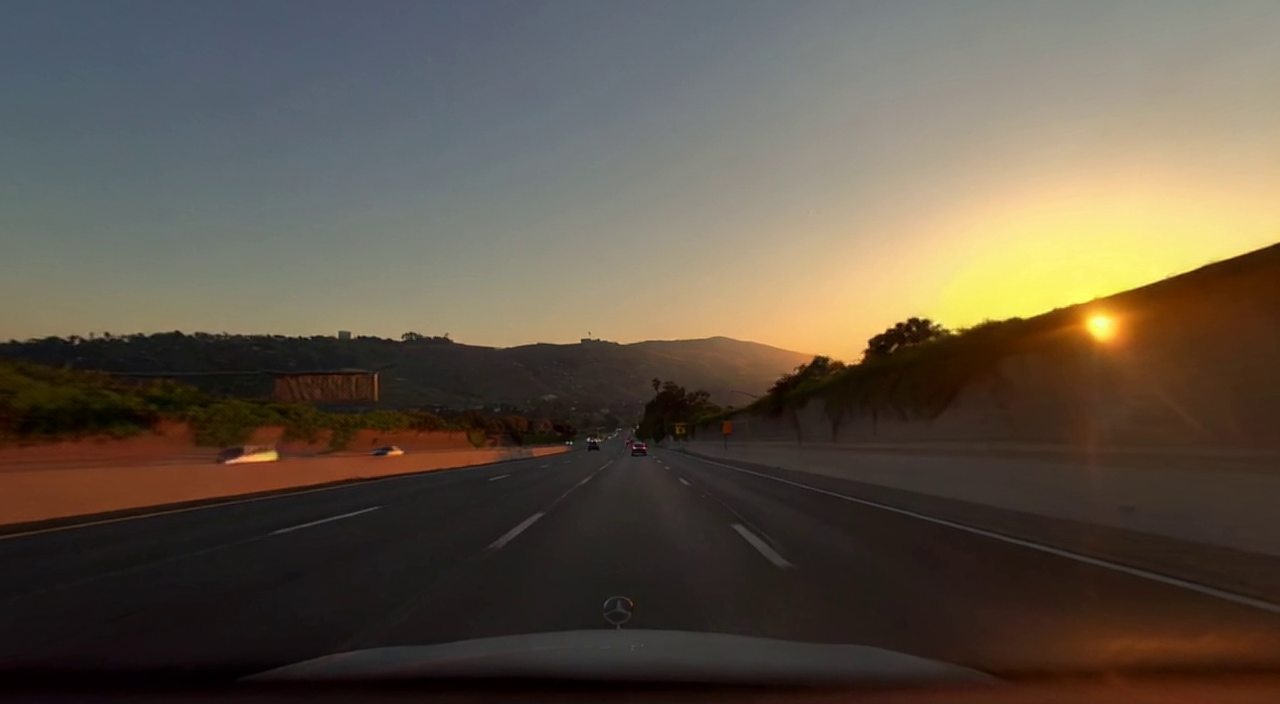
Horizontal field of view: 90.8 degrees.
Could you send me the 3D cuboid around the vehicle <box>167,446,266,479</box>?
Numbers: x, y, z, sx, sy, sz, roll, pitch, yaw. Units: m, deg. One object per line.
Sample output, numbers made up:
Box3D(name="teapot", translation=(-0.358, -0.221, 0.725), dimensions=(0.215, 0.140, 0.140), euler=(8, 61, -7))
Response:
Box3D(name="vehicle", translation=(-21.183, 5.509, 31.845), dimensions=(1.887, 1.551, 4.445), euler=(0, -8, 0))
